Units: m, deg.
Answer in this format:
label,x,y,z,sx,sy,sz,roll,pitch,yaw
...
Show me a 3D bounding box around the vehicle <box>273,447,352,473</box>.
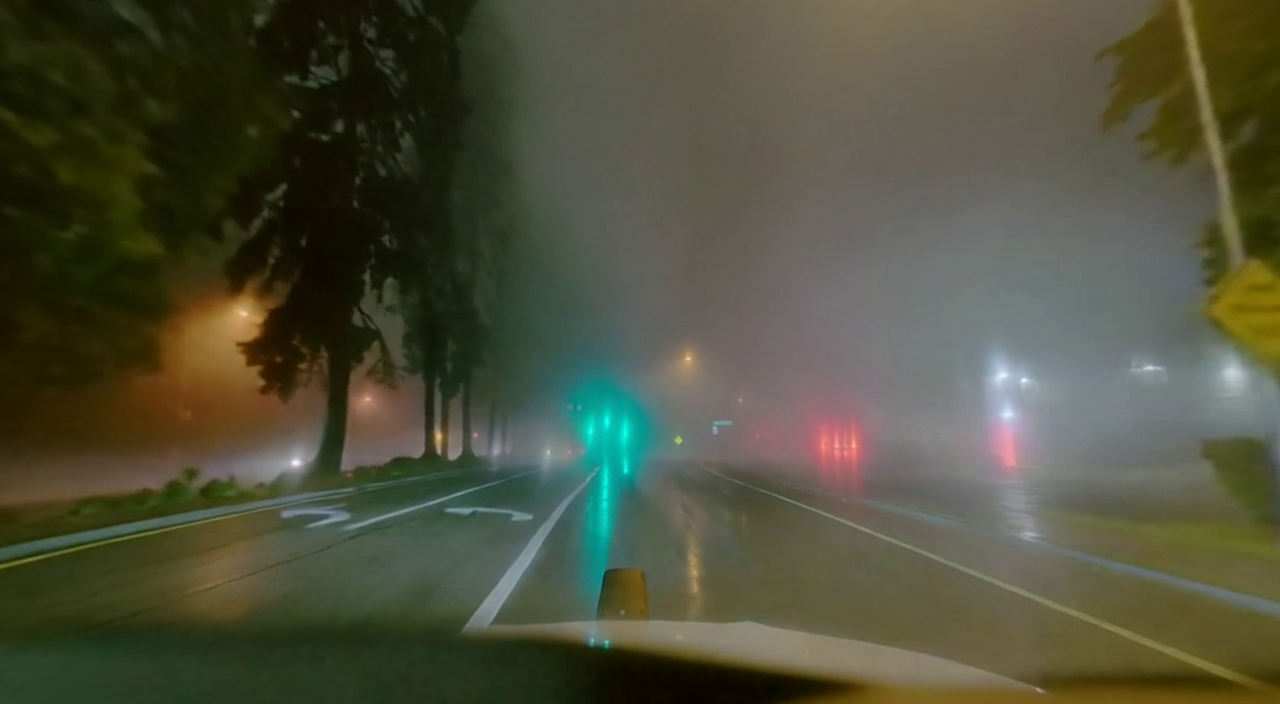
label,x,y,z,sx,sy,sz,roll,pitch,yaw
vehicle,-19.813,6.533,38.420,2.042,1.484,4.950,0,-8,2
